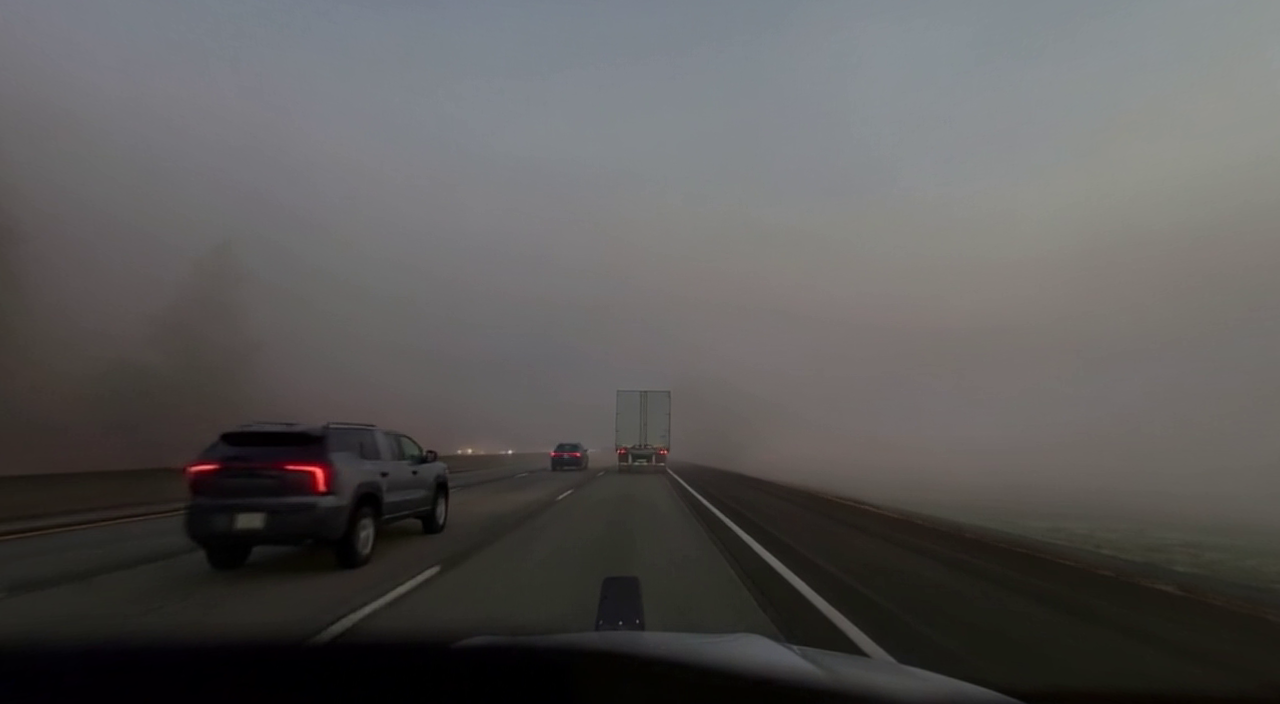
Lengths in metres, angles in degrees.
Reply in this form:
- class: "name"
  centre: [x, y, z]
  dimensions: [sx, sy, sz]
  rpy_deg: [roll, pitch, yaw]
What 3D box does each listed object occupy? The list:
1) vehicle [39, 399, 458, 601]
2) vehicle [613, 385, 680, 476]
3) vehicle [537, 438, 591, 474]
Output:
- class: "vehicle"
  centre: [-4.130, 1.658, 8.009]
  dimensions: [2.140, 1.750, 4.901]
  rpy_deg: [0, -9, 0]
- class: "vehicle"
  centre: [0.260, 4.440, 34.581]
  dimensions: [3.052, 4.132, 11.336]
  rpy_deg: [0, -9, 0]
- class: "vehicle"
  centre: [-4.121, 5.751, 35.064]
  dimensions: [2.285, 1.833, 4.984]
  rpy_deg: [0, -9, 1]
